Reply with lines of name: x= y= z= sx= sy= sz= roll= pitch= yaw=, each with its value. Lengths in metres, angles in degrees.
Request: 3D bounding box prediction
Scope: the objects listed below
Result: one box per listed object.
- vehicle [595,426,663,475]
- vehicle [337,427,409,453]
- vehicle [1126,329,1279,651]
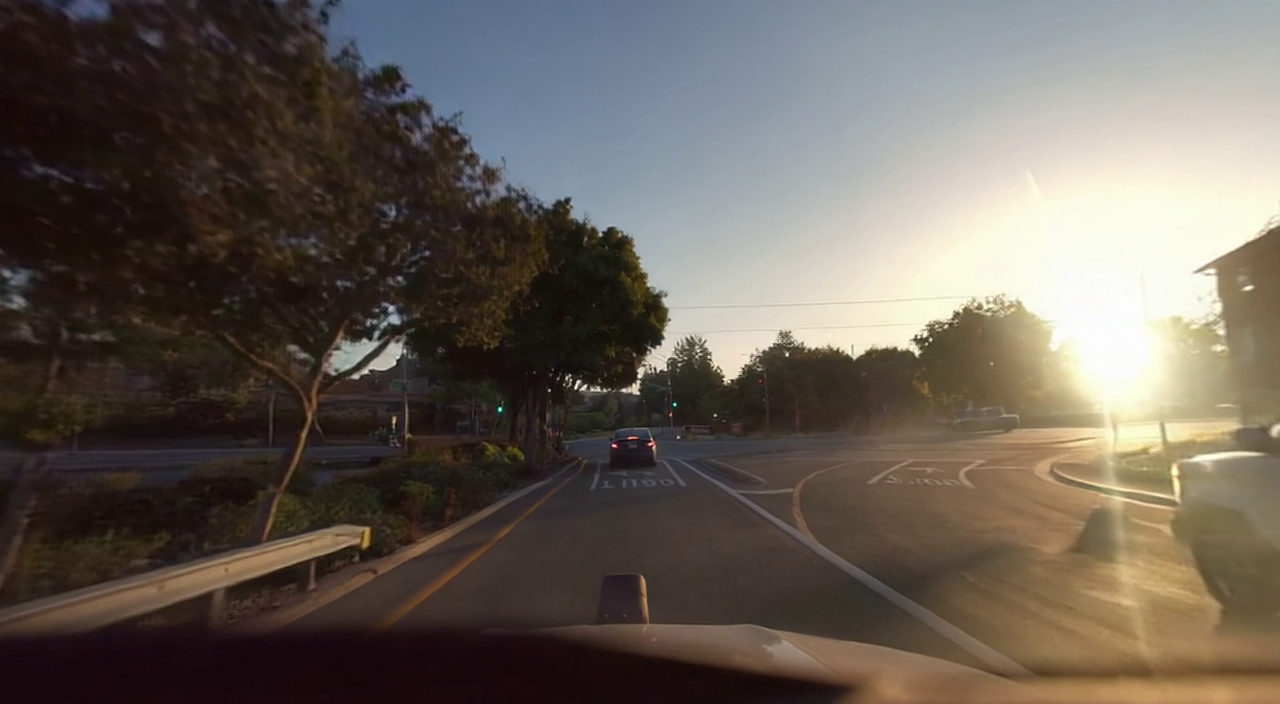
vehicle: x=-0.362 y=3.299 z=21.388 sx=2.056 sy=1.473 sz=4.380 roll=0 pitch=-8 yaw=-1
vehicle: x=-18.574 y=6.146 z=44.025 sx=4.200 sy=1.639 sz=1.844 roll=-1 pitch=-8 yaw=-1
vehicle: x=4.664 y=0.609 z=2.278 sx=2.084 sy=1.870 sz=5.068 roll=-1 pitch=-8 yaw=5
